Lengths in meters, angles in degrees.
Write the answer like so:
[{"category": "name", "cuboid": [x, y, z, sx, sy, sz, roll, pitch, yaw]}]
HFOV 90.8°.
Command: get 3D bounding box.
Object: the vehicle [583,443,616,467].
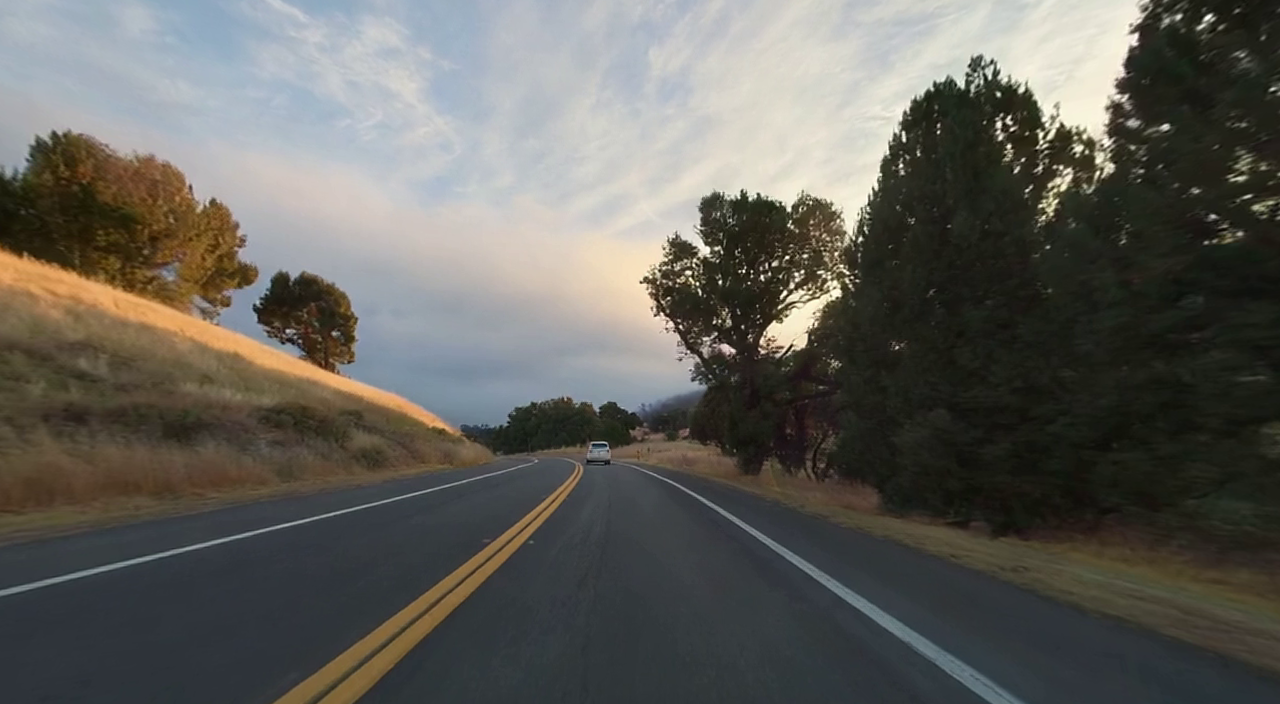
[{"category": "vehicle", "cuboid": [-3.154, 7.898, 48.496, 2.195, 1.749, 4.260, 1, -9, -7]}]
